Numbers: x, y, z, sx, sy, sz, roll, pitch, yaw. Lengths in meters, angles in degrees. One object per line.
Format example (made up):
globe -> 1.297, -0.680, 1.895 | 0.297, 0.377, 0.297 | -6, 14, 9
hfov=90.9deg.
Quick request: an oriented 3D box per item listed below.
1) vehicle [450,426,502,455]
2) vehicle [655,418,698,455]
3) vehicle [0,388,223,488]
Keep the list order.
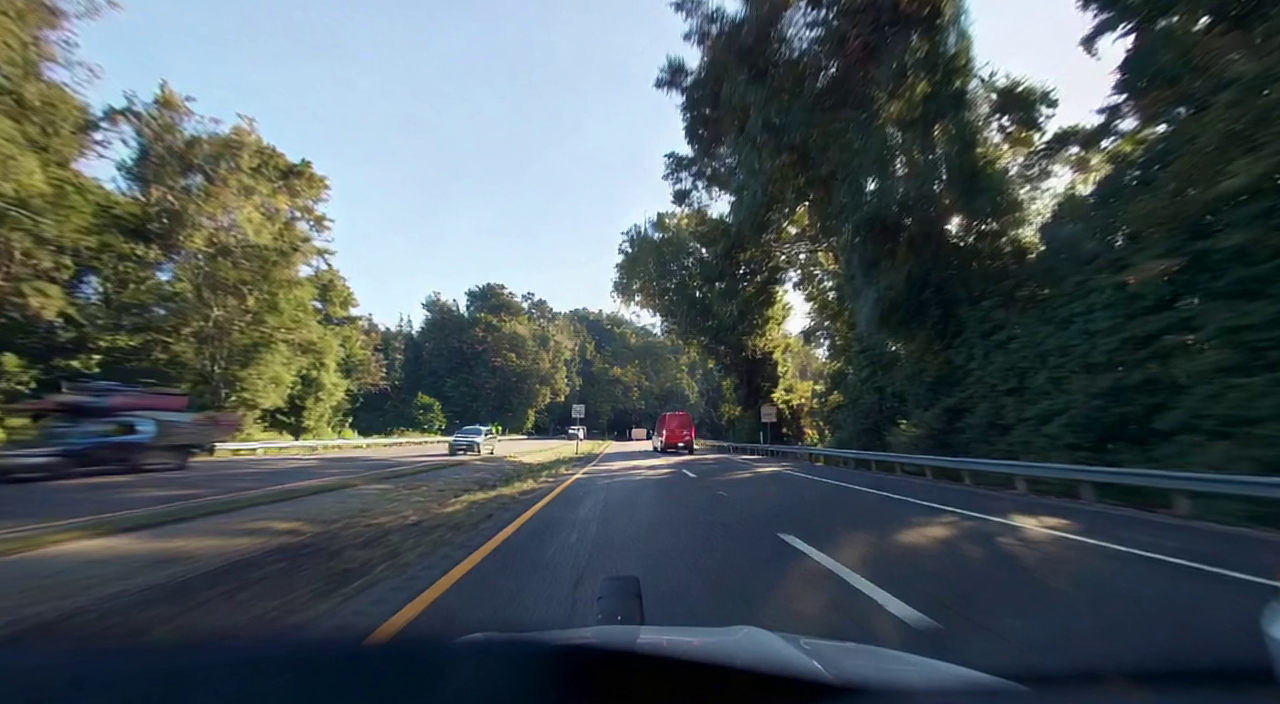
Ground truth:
vehicle -> -9.345, 5.081, 36.148 | 1.908, 1.543, 4.174 | 0, -8, -1
vehicle -> 2.639, 6.378, 47.646 | 2.570, 2.596, 6.082 | 0, -8, -3
vehicle -> -13.538, 2.149, 15.782 | 2.217, 2.018, 5.924 | 0, -8, -1
